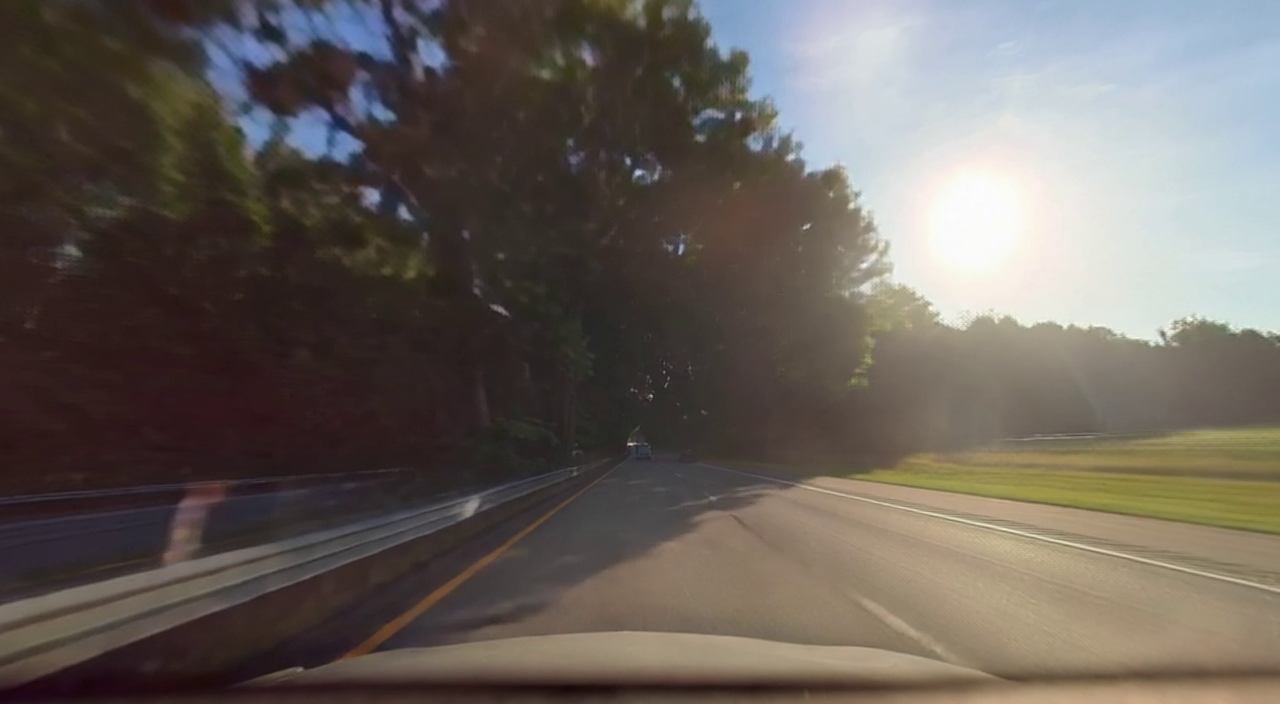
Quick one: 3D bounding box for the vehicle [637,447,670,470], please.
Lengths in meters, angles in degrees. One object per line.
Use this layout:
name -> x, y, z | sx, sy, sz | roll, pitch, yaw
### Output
vehicle -> 0.876, 7.357, 43.798 | 2.162, 1.492, 3.975 | 0, -9, -1
